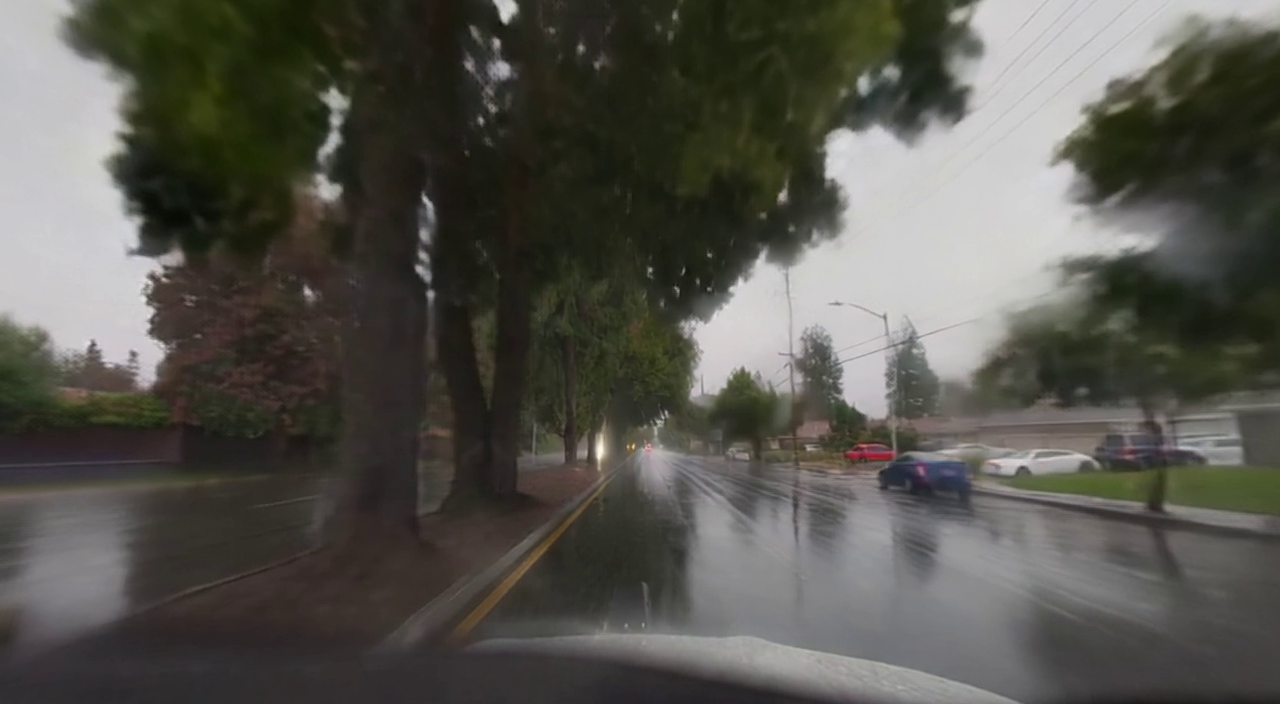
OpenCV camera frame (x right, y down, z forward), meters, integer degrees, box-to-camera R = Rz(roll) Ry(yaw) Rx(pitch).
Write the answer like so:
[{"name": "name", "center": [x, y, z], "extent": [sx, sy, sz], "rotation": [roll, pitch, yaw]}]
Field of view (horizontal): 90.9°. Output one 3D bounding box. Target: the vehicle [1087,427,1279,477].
[{"name": "vehicle", "center": [22.802, 4.141, 26.185], "extent": [6.075, 1.933, 3.018], "rotation": [0, -8, 1]}]

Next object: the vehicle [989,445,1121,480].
[{"name": "vehicle", "center": [19.930, 5.326, 30.455], "extent": [4.897, 1.608, 2.005], "rotation": [0, -9, 2]}]

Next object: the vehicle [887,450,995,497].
[{"name": "vehicle", "center": [11.522, 4.641, 24.537], "extent": [1.929, 1.489, 4.777], "rotation": [4, -8, 1]}]
